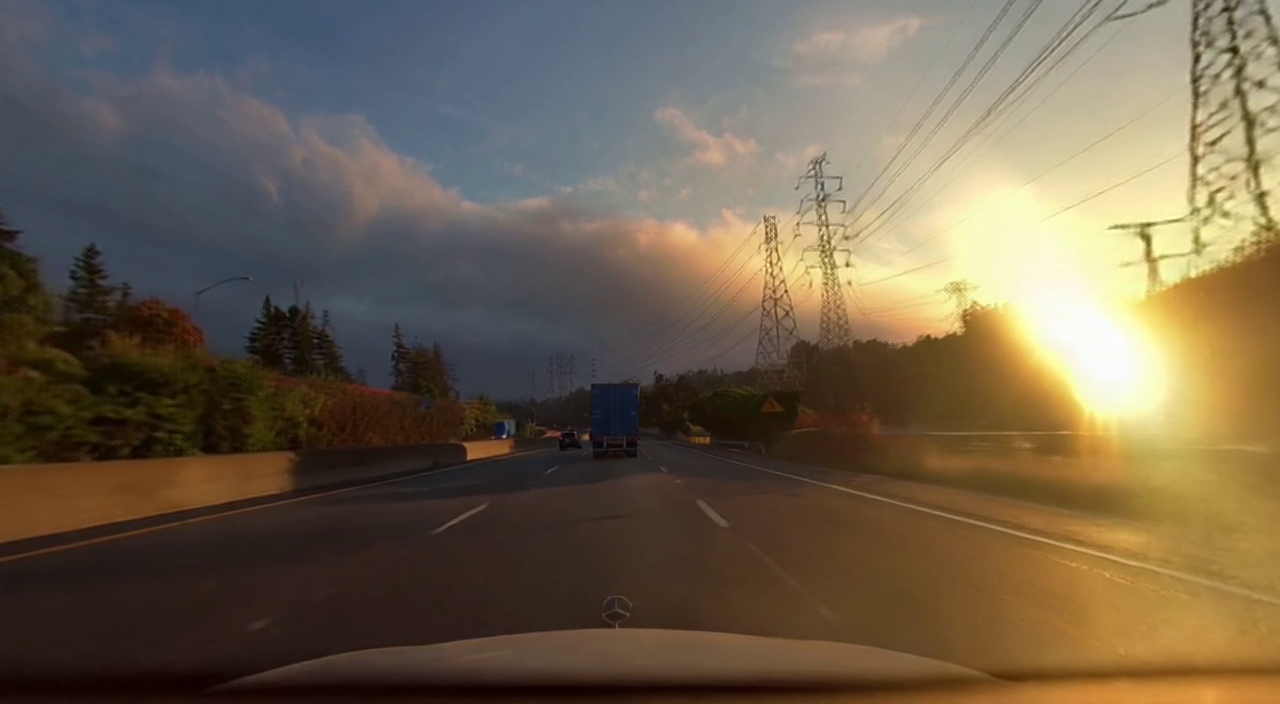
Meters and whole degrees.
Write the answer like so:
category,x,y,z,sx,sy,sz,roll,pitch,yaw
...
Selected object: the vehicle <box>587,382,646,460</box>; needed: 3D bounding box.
category,x,y,z,sx,sy,sz,roll,pitch,yaw
vehicle,-1.331,4.103,36.546,2.955,3.851,9.915,0,-8,-2
